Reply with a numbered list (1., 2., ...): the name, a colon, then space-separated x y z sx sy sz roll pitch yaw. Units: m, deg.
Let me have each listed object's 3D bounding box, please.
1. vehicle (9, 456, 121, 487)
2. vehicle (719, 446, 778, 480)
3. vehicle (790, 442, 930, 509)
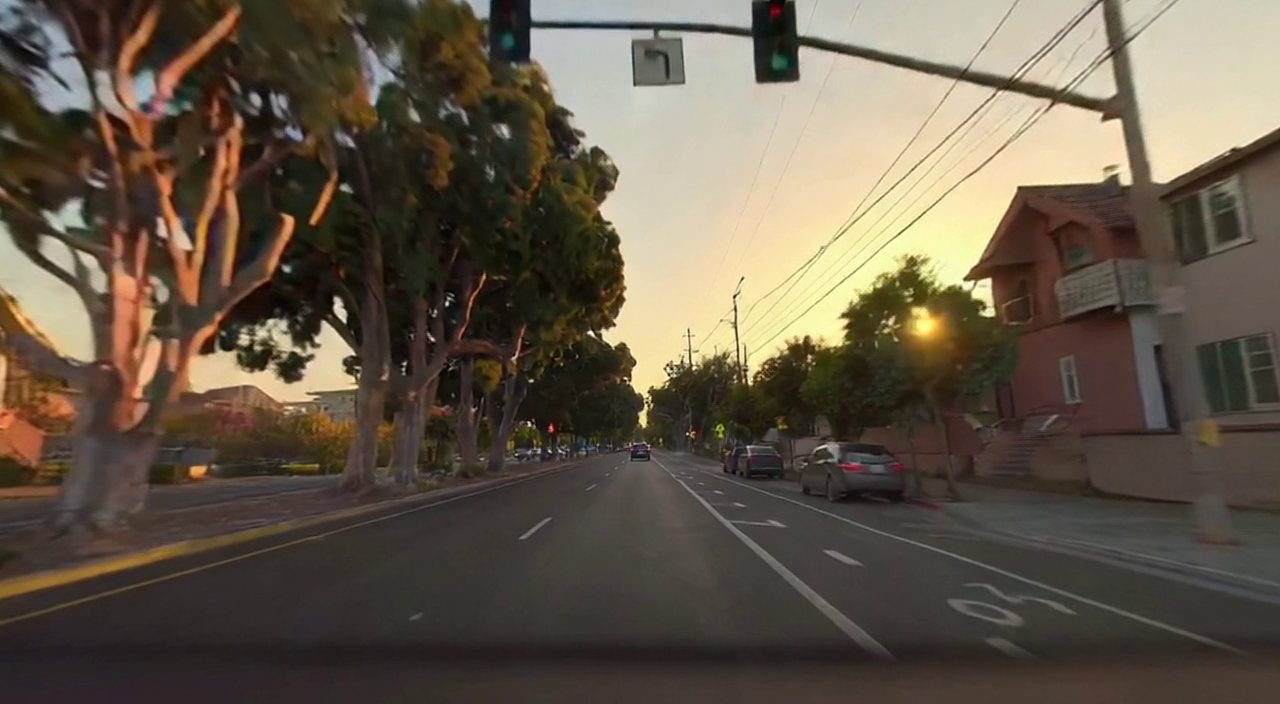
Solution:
1. vehicle: -37.852 7.846 41.691 4.982 1.915 2.401 0 -9 0
2. vehicle: 5.553 5.736 33.111 2.131 1.604 5.543 0 -9 0
3. vehicle: 5.741 3.271 17.291 2.066 1.552 4.799 0 -9 -1
